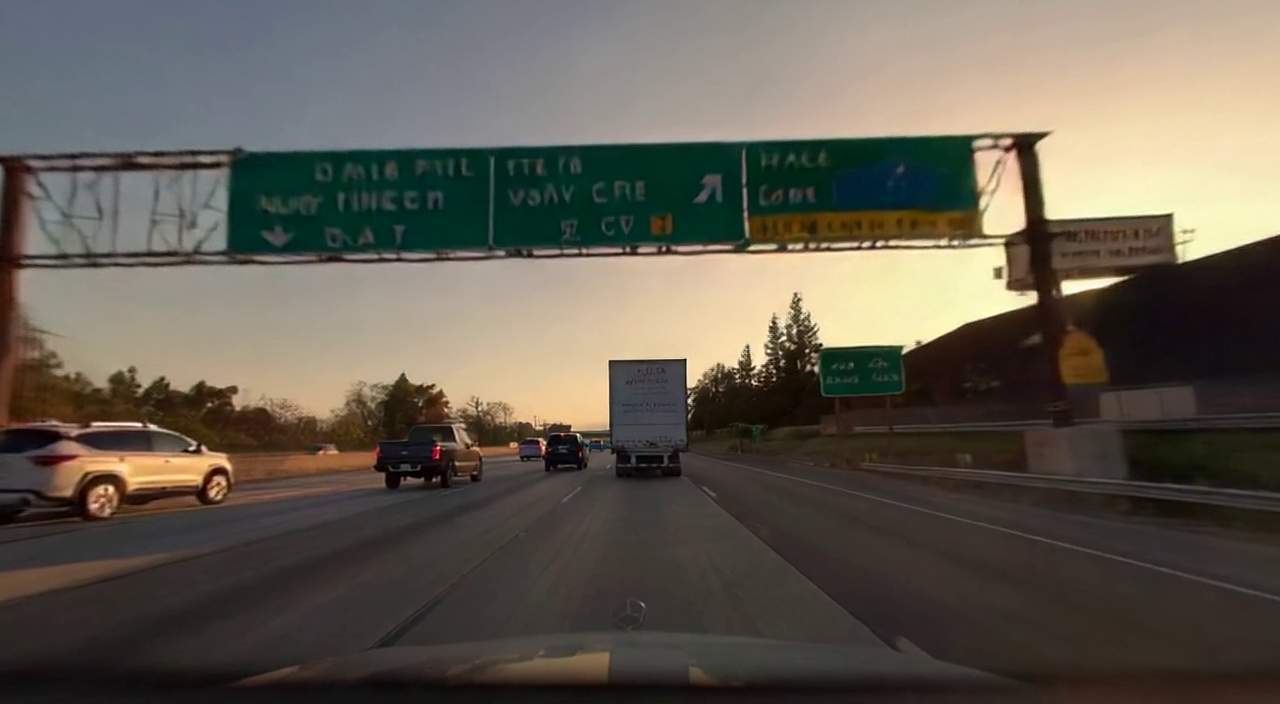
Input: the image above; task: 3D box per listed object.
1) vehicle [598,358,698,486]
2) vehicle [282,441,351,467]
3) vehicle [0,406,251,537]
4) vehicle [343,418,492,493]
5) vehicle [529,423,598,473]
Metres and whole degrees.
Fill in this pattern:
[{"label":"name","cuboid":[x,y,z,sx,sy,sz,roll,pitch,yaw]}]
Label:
[{"label":"vehicle","cuboid":[0.198,2.792,23.687,2.941,3.794,9.851,0,-9,0]},{"label":"vehicle","cuboid":[-20.438,6.456,40.051,1.905,1.536,4.649,0,-9,0]},{"label":"vehicle","cuboid":[-10.341,2.159,11.975,2.089,1.885,5.888,0,-9,1]},{"label":"vehicle","cuboid":[-6.685,3.233,19.971,2.479,1.978,5.952,0,-9,1]},{"label":"vehicle","cuboid":[-3.419,4.497,29.621,2.379,2.075,6.169,0,-9,1]}]
